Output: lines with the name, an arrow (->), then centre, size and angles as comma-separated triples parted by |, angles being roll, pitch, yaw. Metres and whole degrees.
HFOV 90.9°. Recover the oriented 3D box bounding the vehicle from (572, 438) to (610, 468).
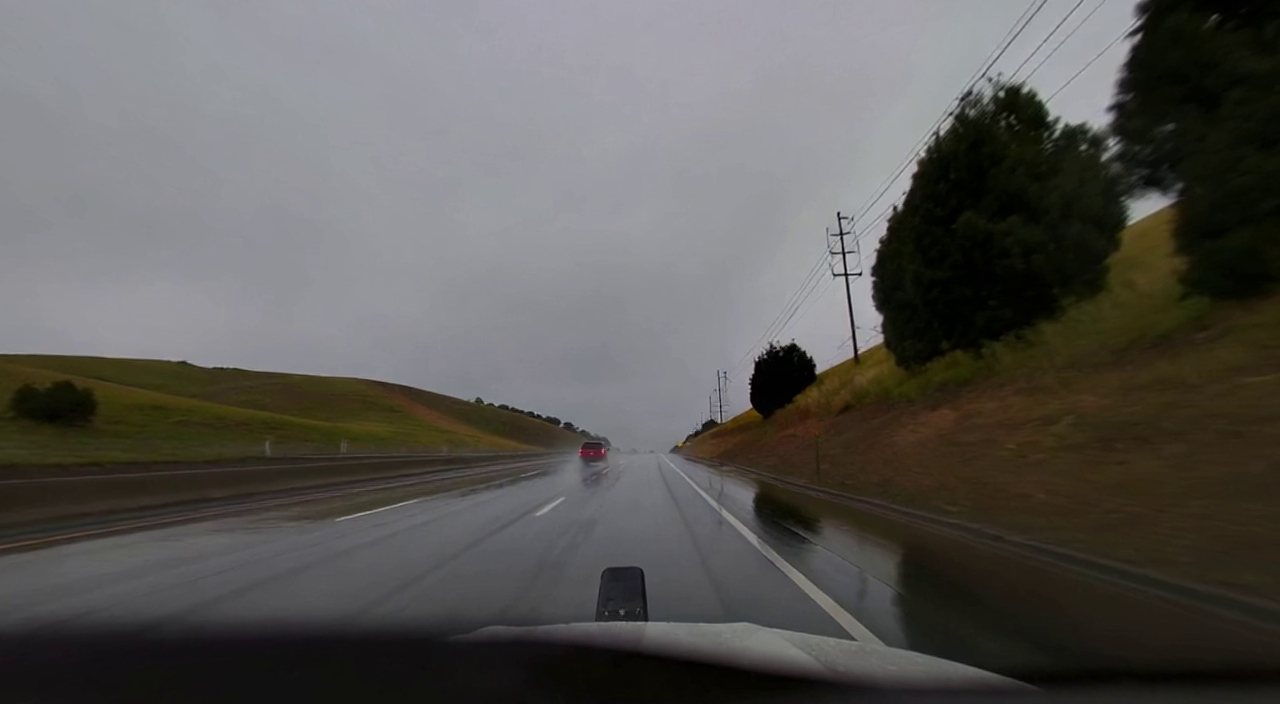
vehicle -> -3.217, 6.752, 42.385 | 2.136, 1.845, 4.515 | 0, -8, 1
